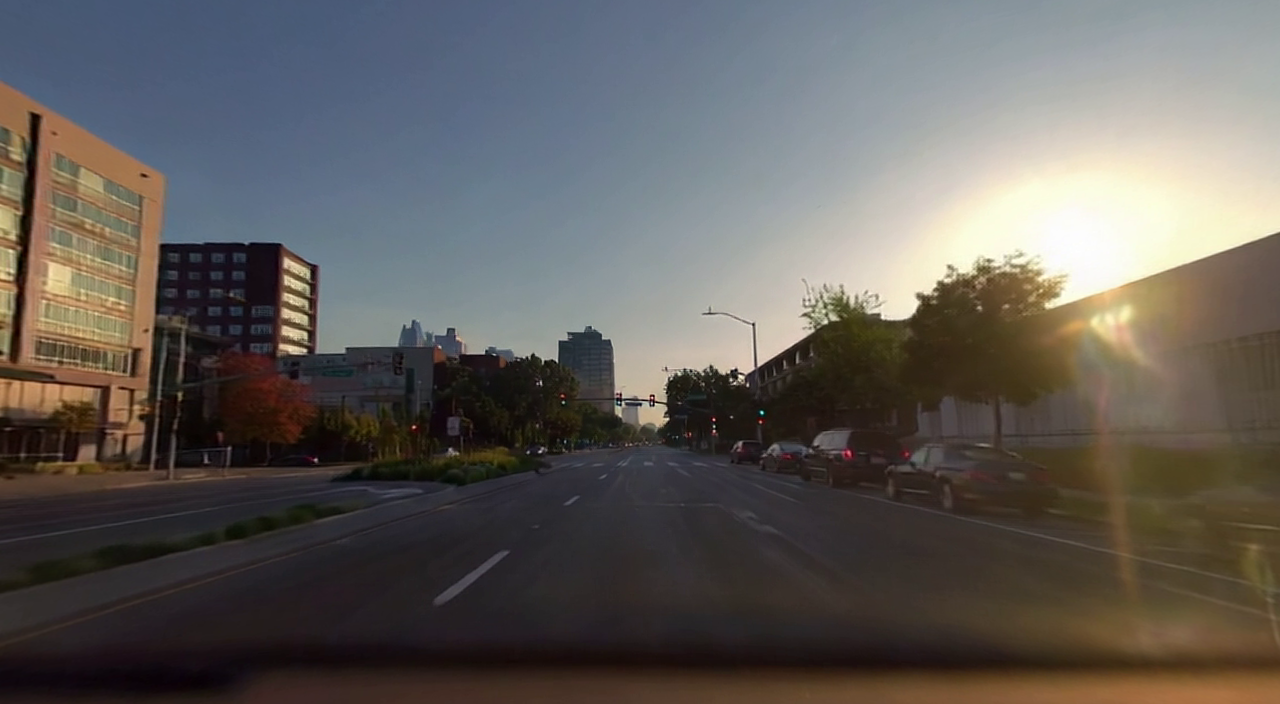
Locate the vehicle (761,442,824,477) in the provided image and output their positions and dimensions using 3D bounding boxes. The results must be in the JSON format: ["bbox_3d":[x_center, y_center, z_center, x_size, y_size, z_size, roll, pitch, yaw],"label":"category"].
[{"bbox_3d":[7.000,4.936,29.210,1.880,1.483,4.510,0,-9,1],"label":"vehicle"}]

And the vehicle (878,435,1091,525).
[{"bbox_3d":[6.733,2.521,12.991,1.863,1.512,4.525,0,-9,1],"label":"vehicle"}]

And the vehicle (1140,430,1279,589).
[{"bbox_3d":[6.913,1.377,5.242,1.864,1.466,4.352,0,-9,0],"label":"vehicle"}]

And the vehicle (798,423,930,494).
[{"bbox_3d":[6.657,3.238,19.401,2.169,1.876,4.931,0,-9,-1],"label":"vehicle"}]
